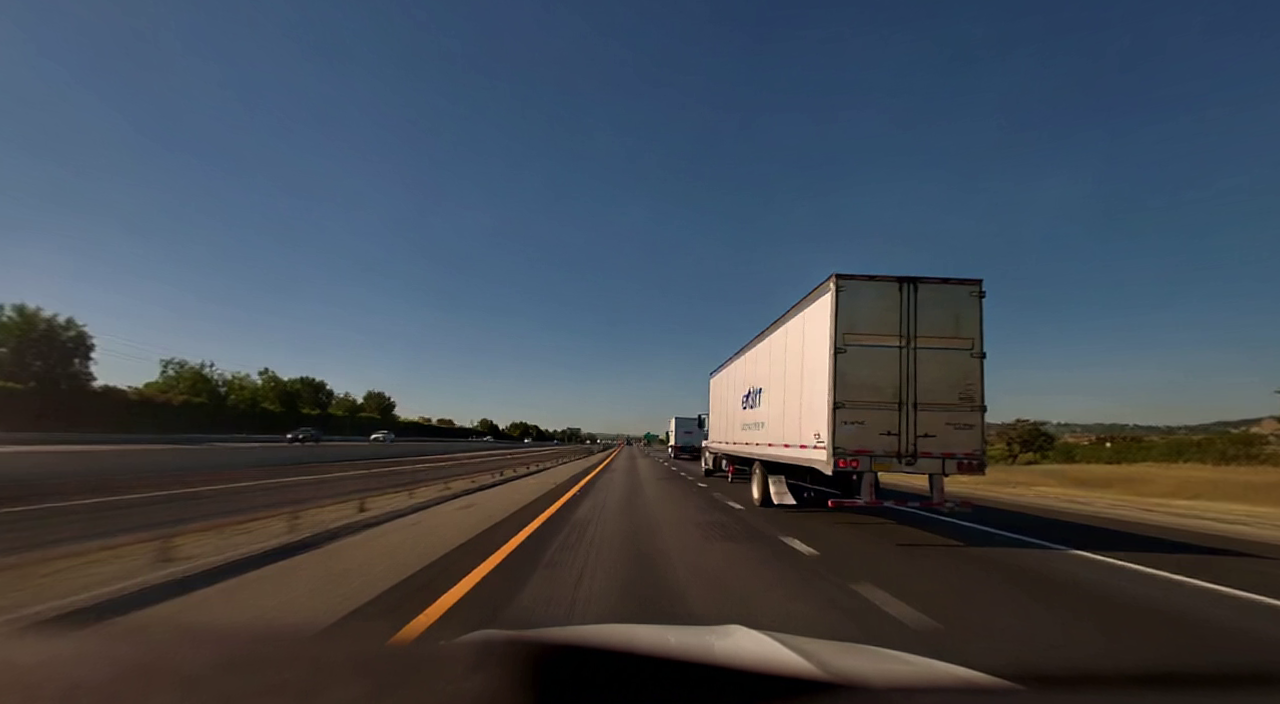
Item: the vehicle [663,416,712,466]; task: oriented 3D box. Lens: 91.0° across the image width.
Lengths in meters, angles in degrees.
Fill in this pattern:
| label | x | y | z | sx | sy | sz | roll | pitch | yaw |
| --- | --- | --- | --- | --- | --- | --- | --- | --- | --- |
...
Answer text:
| label | x | y | z | sx | sy | sz | roll | pitch | yaw |
| --- | --- | --- | --- | --- | --- | --- | --- | --- | --- |
| vehicle | 3.194 | 6.231 | 44.299 | 2.702 | 3.193 | 7.196 | 0 | -8 | -1 |
